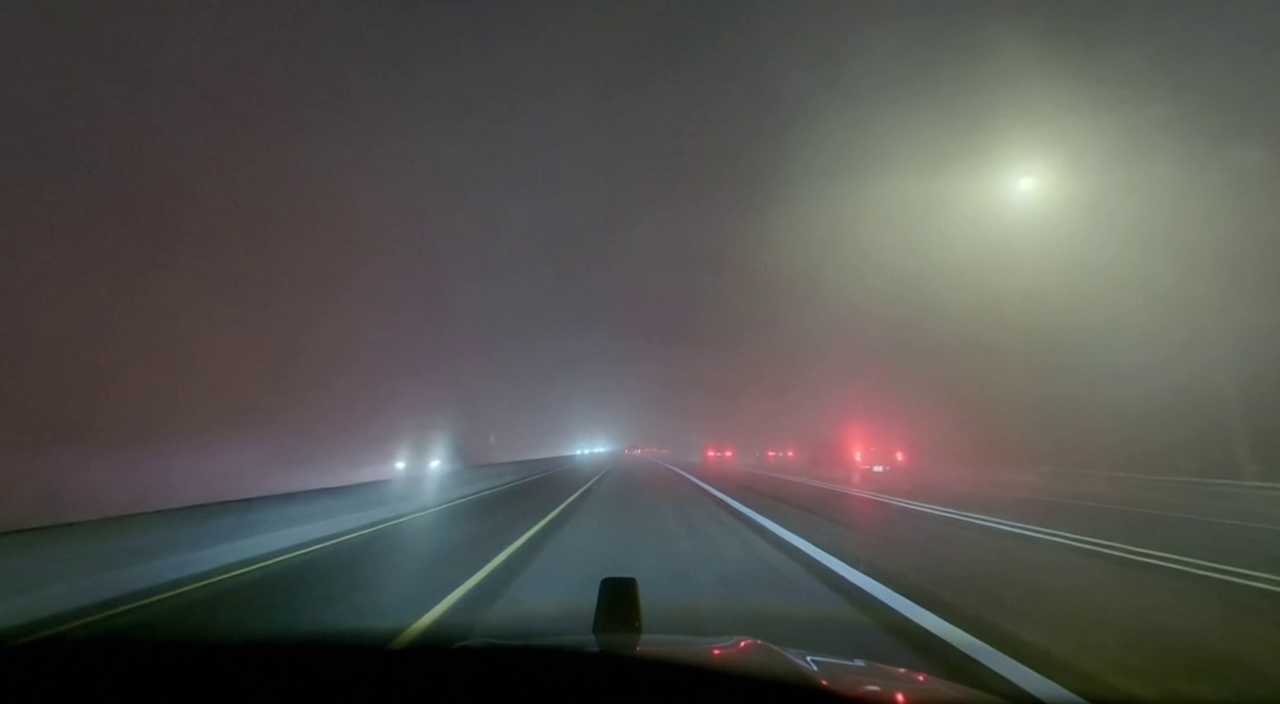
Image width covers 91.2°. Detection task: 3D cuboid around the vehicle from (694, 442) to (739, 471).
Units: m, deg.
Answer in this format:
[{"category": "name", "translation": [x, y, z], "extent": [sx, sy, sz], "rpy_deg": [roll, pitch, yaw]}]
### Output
[{"category": "vehicle", "translation": [4.152, 5.721, 34.470], "extent": [1.917, 1.488, 3.693], "rpy_deg": [0, -9, -1]}]

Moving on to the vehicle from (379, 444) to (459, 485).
[{"category": "vehicle", "translation": [-9.667, 4.939, 27.796], "extent": [1.995, 1.655, 4.268], "rpy_deg": [0, -9, 0]}]
